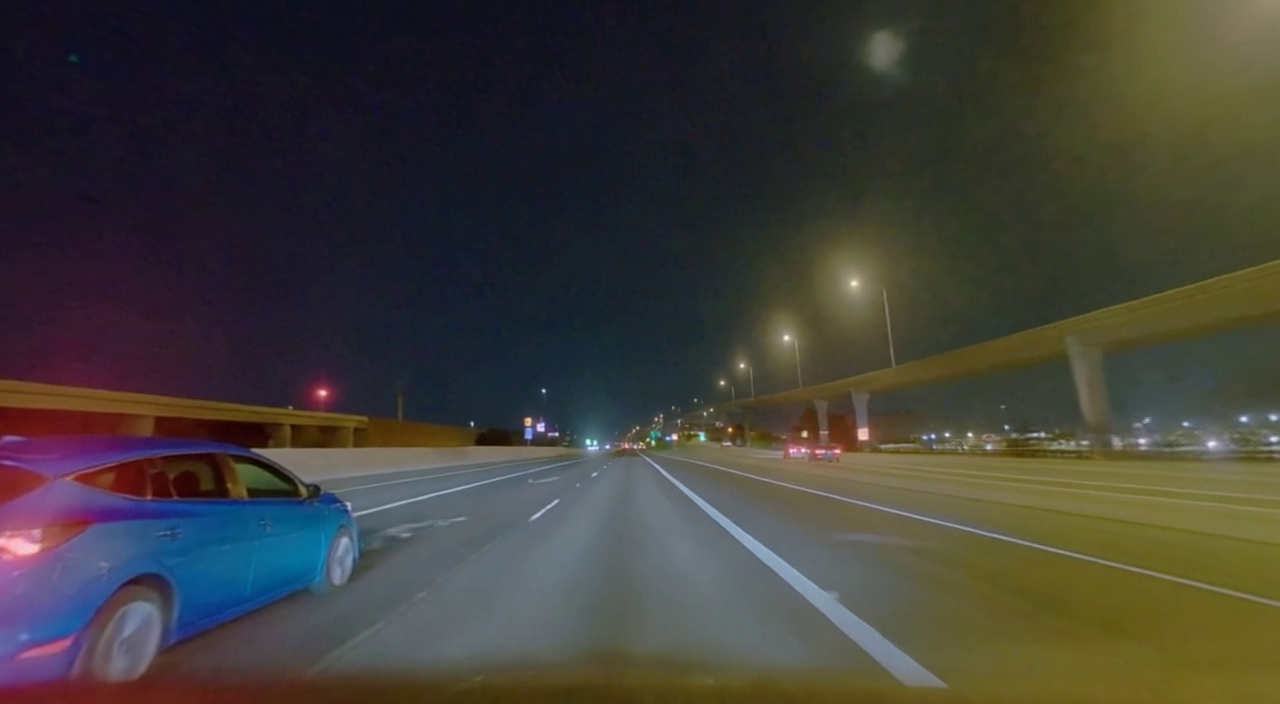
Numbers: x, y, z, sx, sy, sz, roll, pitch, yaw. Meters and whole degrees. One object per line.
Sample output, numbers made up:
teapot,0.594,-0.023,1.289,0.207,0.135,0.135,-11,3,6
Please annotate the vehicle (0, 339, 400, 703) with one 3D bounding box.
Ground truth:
vehicle,-3.478,1.071,4.068,2.178,1.699,4.321,0,-8,-1
